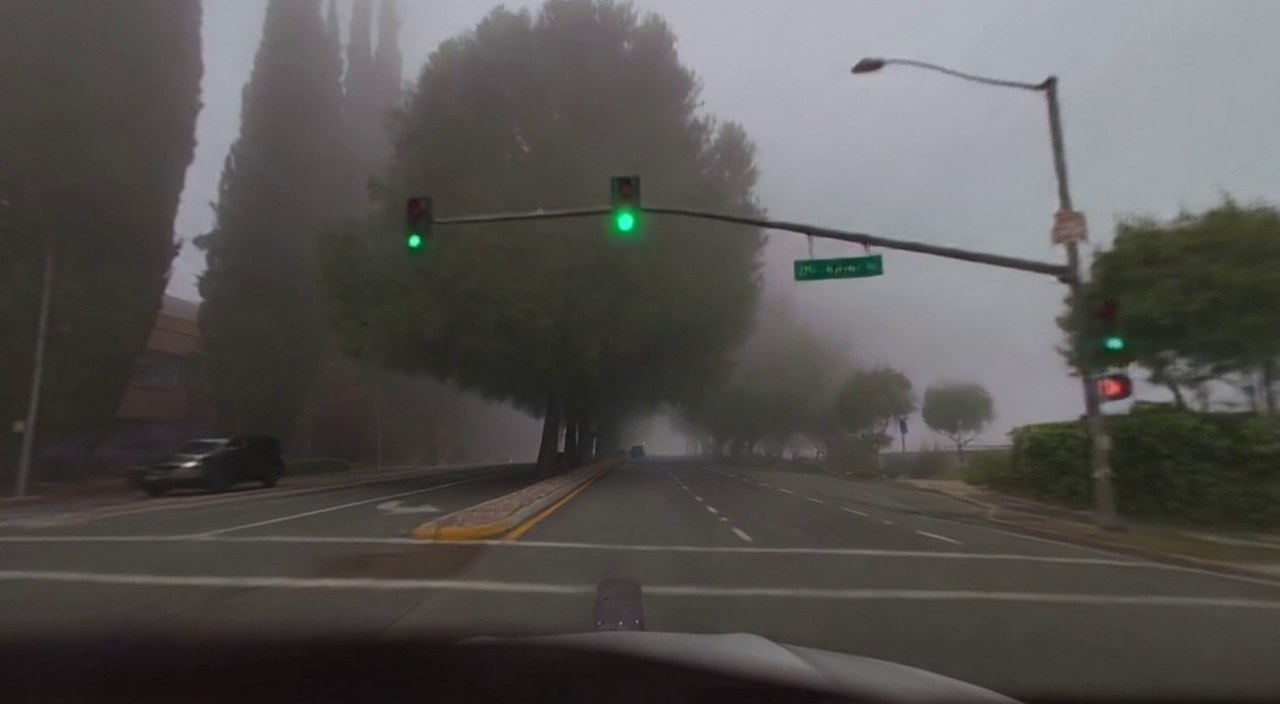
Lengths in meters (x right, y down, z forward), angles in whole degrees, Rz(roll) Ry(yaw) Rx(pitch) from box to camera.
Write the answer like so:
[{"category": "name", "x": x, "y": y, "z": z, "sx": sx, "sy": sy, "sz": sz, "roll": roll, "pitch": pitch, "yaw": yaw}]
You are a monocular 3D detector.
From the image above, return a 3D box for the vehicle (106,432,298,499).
[{"category": "vehicle", "x": -15.243, "y": 3.979, "z": 22.635, "sx": 2.403, "sy": 2.039, "sz": 5.887, "roll": -1, "pitch": -9, "yaw": 3}]
